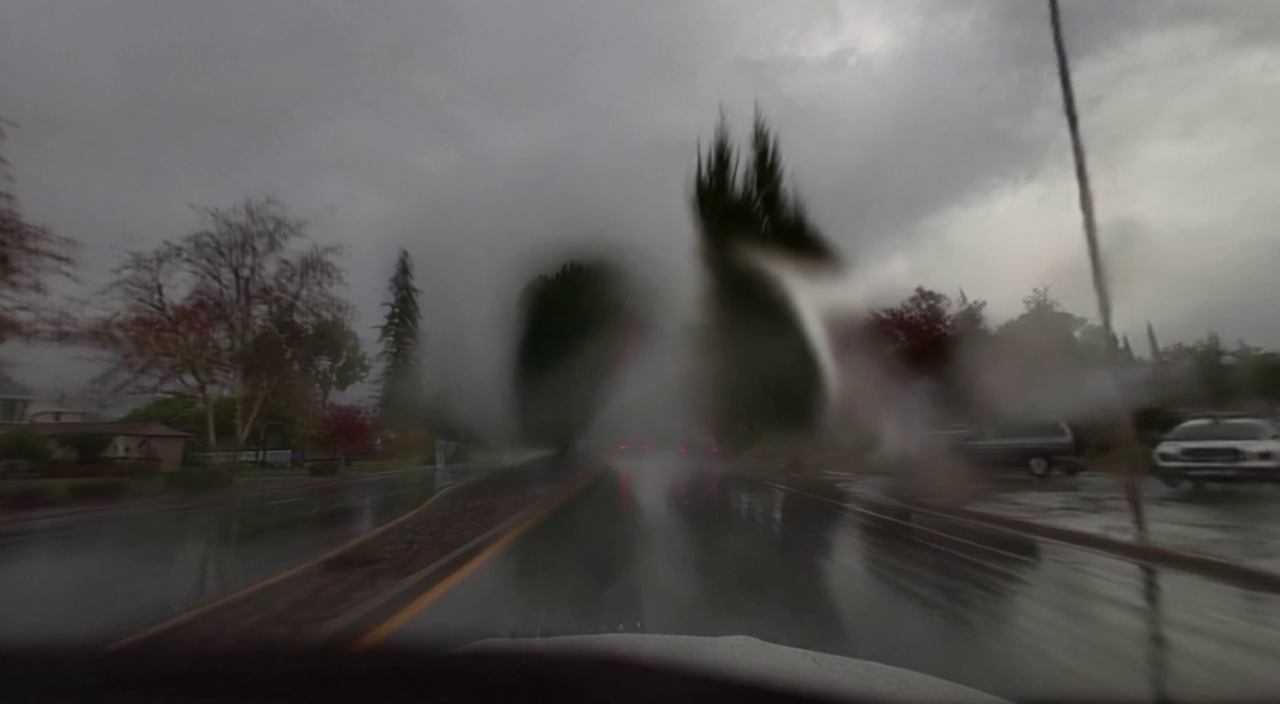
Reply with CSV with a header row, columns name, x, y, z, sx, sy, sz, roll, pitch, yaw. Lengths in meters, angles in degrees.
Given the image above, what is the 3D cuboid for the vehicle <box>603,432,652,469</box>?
name,x,y,z,sx,sy,sz,roll,pitch,yaw
vehicle,-0.699,5.365,34.515,2.488,1.881,4.814,0,-8,-1

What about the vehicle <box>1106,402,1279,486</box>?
name,x,y,z,sx,sy,sz,roll,pitch,yaw
vehicle,11.196,1.739,11.925,1.799,1.431,3.486,8,-12,-44

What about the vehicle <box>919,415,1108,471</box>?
name,x,y,z,sx,sy,sz,roll,pitch,yaw
vehicle,11.330,2.798,19.394,4.557,1.509,1.971,-8,-11,42

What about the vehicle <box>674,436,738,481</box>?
name,x,y,z,sx,sy,sz,roll,pitch,yaw
vehicle,2.486,4.153,24.917,2.003,1.614,4.072,0,-8,-1
